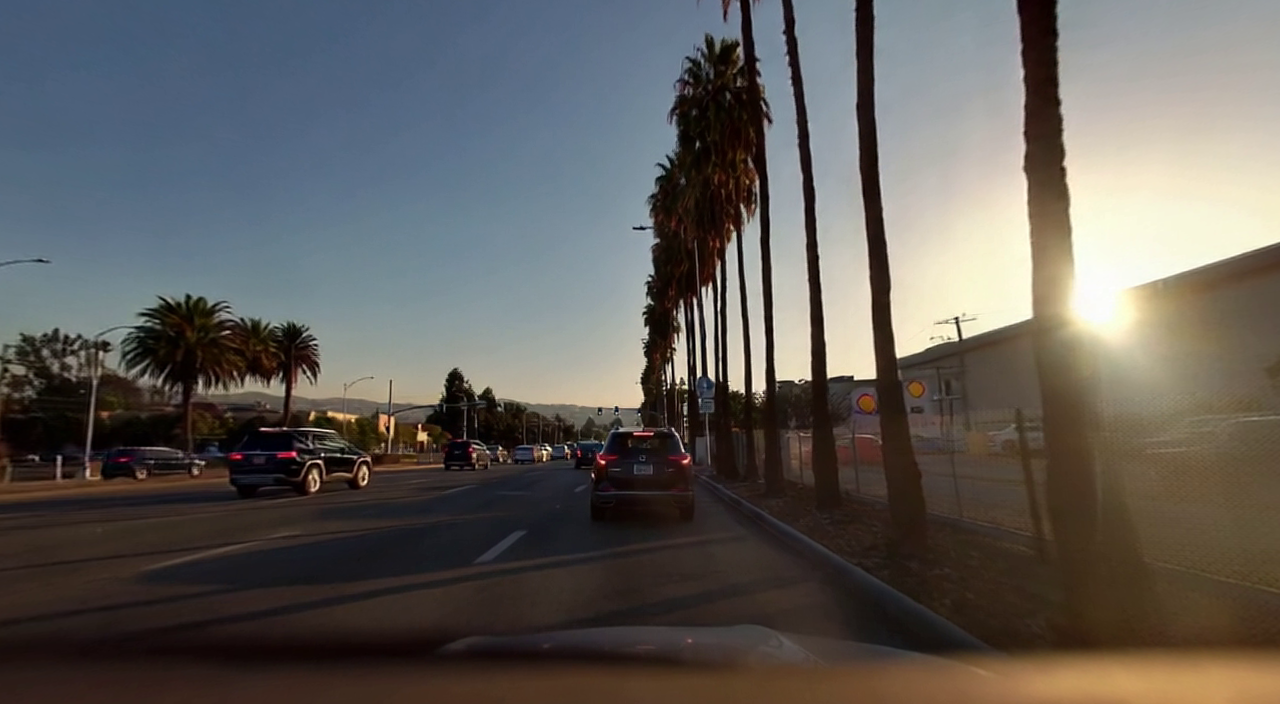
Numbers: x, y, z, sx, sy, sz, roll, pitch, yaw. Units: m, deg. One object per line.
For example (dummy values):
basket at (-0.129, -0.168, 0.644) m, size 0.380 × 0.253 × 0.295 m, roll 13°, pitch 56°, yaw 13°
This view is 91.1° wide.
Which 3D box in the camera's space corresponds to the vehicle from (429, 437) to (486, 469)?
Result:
vehicle at (-10.576, 5.875, 36.705) m, size 1.965 × 1.743 × 4.327 m, roll 0°, pitch -9°, yaw 1°

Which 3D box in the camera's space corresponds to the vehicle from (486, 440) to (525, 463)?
vehicle at (-10.459, 7.789, 49.310) m, size 1.998 × 1.731 × 4.952 m, roll 0°, pitch -8°, yaw 0°

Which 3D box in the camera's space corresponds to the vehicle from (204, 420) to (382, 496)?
vehicle at (-10.034, 3.124, 18.861) m, size 2.269 × 1.934 × 5.350 m, roll 0°, pitch -9°, yaw 0°

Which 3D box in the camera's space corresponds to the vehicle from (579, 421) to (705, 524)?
vehicle at (0.065, 2.336, 12.647) m, size 2.121 × 1.710 × 3.893 m, roll 0°, pitch -9°, yaw 1°

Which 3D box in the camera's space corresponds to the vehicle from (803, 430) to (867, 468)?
vehicle at (8.230, 4.037, 26.238) m, size 1.837 × 1.416 × 3.947 m, roll -4°, pitch -10°, yaw 27°

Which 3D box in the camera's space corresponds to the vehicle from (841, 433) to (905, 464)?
vehicle at (12.052, 5.030, 32.758) m, size 1.681 × 1.503 × 3.781 m, roll 1°, pitch -9°, yaw -3°

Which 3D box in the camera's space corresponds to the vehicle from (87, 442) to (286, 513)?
vehicle at (-10.039, 2.762, 14.283) m, size 1.924 × 1.384 × 3.426 m, roll 0°, pitch -8°, yaw 0°

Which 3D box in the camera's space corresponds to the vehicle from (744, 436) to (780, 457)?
vehicle at (9.142, 7.169, 47.444) m, size 1.929 × 1.496 × 4.245 m, roll 0°, pitch -9°, yaw 0°
